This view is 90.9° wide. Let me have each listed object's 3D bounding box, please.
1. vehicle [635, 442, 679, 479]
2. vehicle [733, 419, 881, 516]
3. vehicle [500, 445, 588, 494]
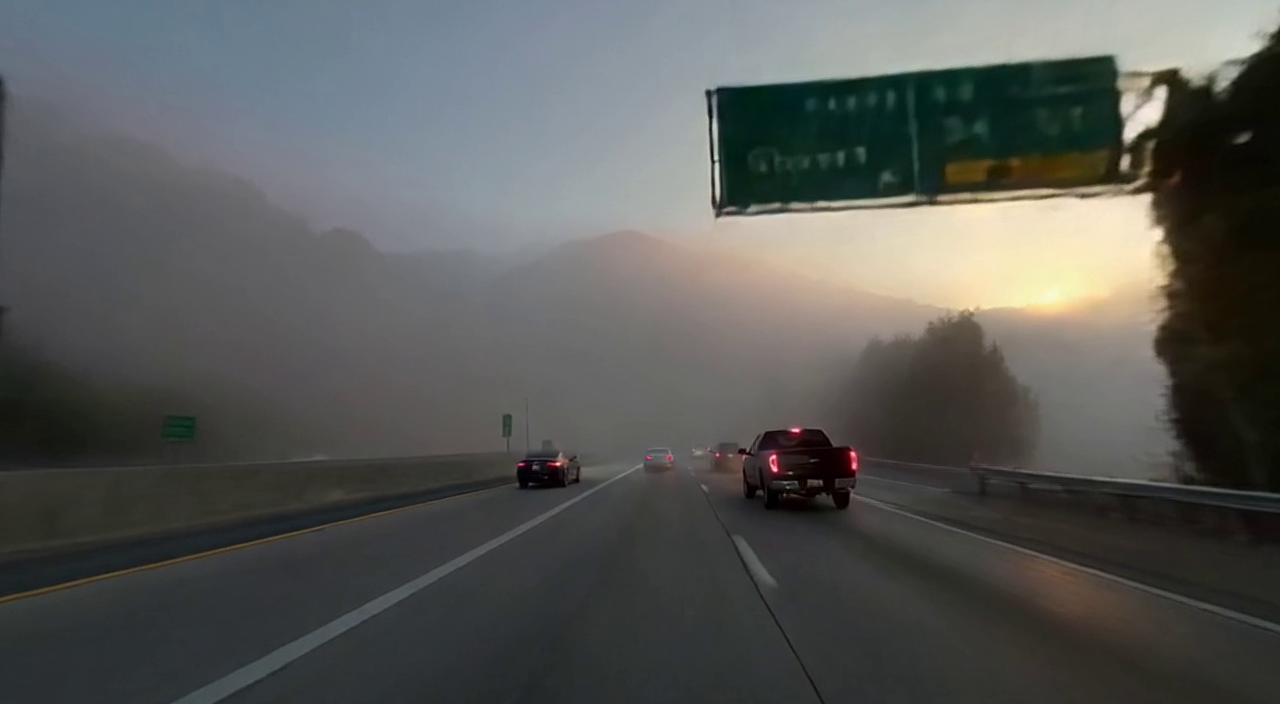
[{"bbox_3d":[0.877,5.166,30.344,1.959,1.604,4.065,-1,-8,3],"label":"vehicle"},{"bbox_3d":[3.624,2.644,14.969,2.229,1.837,5.387,-1,-8,2],"label":"vehicle"},{"bbox_3d":[-3.240,4.096,22.411,2.109,1.530,4.646,-1,-8,4],"label":"vehicle"}]
